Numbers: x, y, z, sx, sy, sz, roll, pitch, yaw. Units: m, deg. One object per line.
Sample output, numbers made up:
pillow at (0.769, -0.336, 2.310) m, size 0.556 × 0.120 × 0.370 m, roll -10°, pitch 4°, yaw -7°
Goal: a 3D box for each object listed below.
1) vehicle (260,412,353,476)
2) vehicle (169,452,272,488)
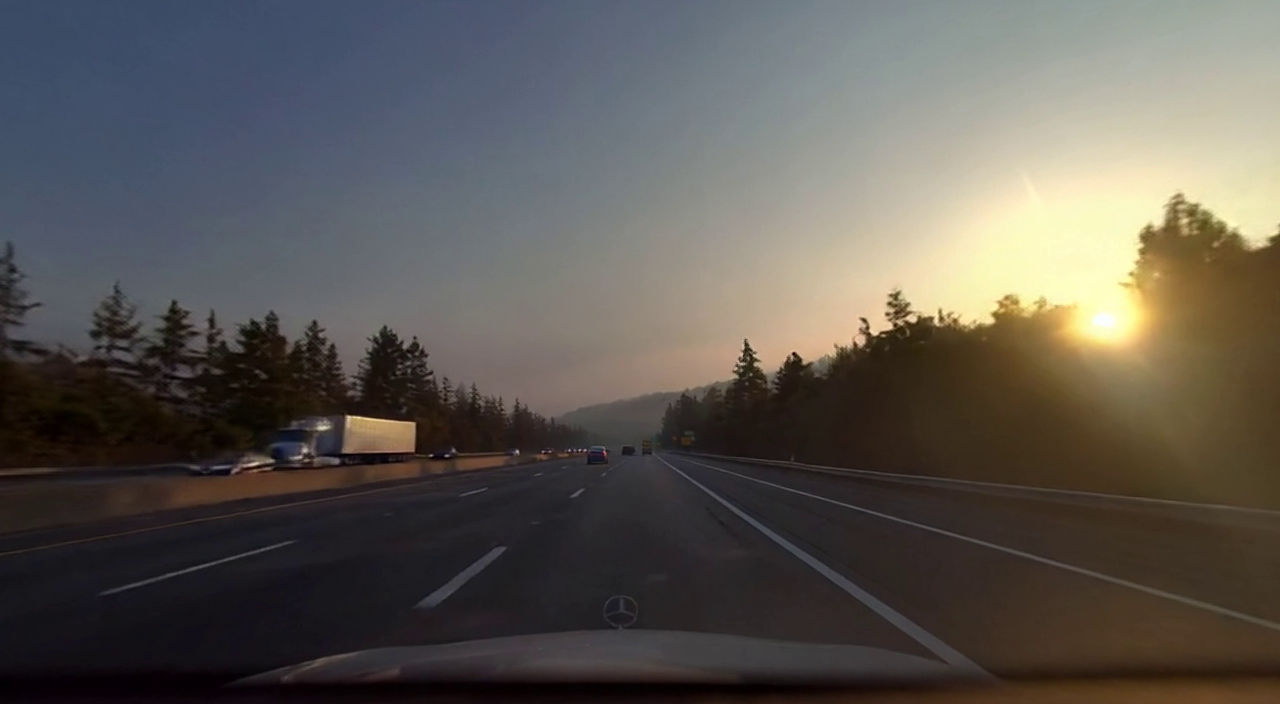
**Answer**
vehicle at (-23.270, 6.513, 44.201) m, size 2.995 × 4.155 × 6.089 m, roll 1°, pitch -9°, yaw 0°
vehicle at (-19.034, 5.344, 28.689) m, size 1.811 × 1.483 × 4.111 m, roll 0°, pitch -9°, yaw 1°
